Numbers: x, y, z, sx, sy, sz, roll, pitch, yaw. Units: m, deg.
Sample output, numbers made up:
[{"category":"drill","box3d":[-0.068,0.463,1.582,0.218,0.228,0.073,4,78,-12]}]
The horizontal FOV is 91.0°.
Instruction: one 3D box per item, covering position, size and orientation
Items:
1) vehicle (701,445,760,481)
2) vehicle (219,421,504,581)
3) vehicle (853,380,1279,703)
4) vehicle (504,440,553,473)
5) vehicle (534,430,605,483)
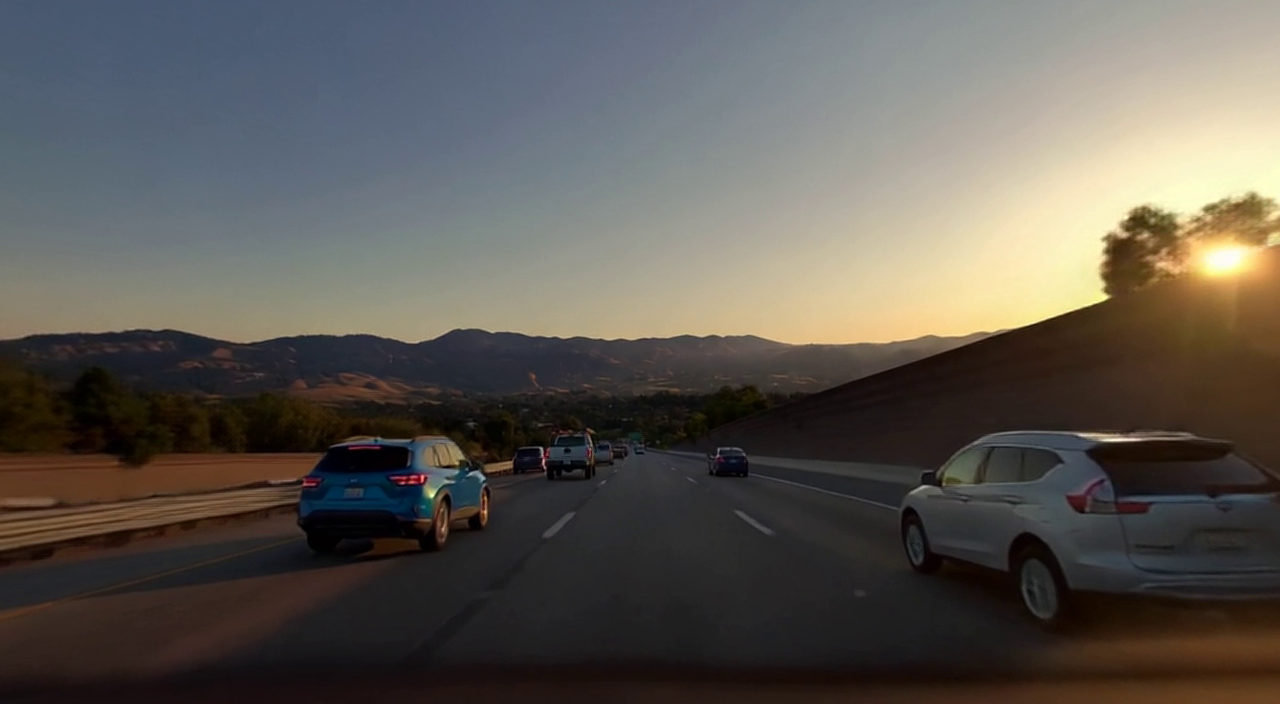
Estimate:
[{"category":"vehicle","box3d":[4.195,5.203,29.935,2.071,1.570,4.637,0,-8,0]},{"category":"vehicle","box3d":[-3.488,1.937,9.003,2.080,1.716,4.207,0,-8,1]},{"category":"vehicle","box3d":[3.697,1.327,5.480,2.066,1.696,4.604,0,-8,0]},{"category":"vehicle","box3d":[-6.914,6.571,39.702,2.149,1.922,4.976,0,-8,0]},{"category":"vehicle","box3d":[-3.016,4.671,28.545,2.494,2.136,5.539,0,-8,1]}]
